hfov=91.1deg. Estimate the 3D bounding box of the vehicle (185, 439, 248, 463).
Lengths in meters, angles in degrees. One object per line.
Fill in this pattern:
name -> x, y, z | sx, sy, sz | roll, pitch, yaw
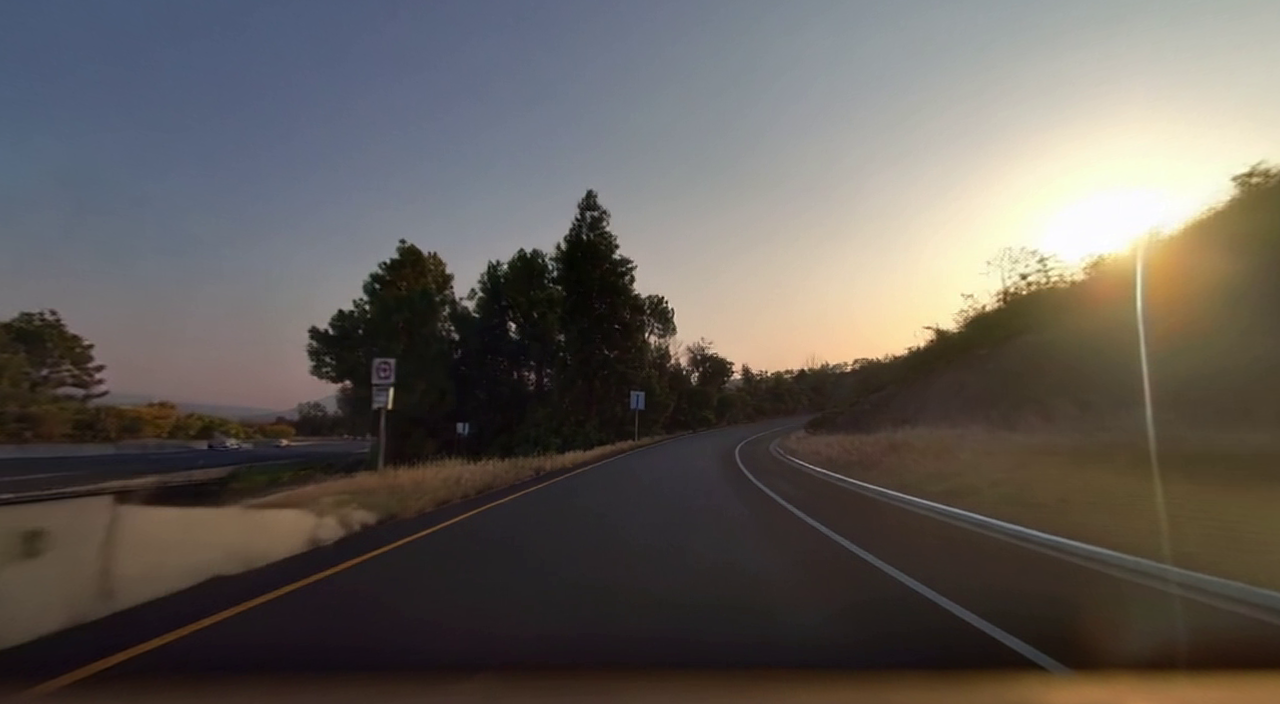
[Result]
vehicle -> -27.681, 6.438, 41.274 | 1.895, 1.451, 4.168 | 1, -8, -11
